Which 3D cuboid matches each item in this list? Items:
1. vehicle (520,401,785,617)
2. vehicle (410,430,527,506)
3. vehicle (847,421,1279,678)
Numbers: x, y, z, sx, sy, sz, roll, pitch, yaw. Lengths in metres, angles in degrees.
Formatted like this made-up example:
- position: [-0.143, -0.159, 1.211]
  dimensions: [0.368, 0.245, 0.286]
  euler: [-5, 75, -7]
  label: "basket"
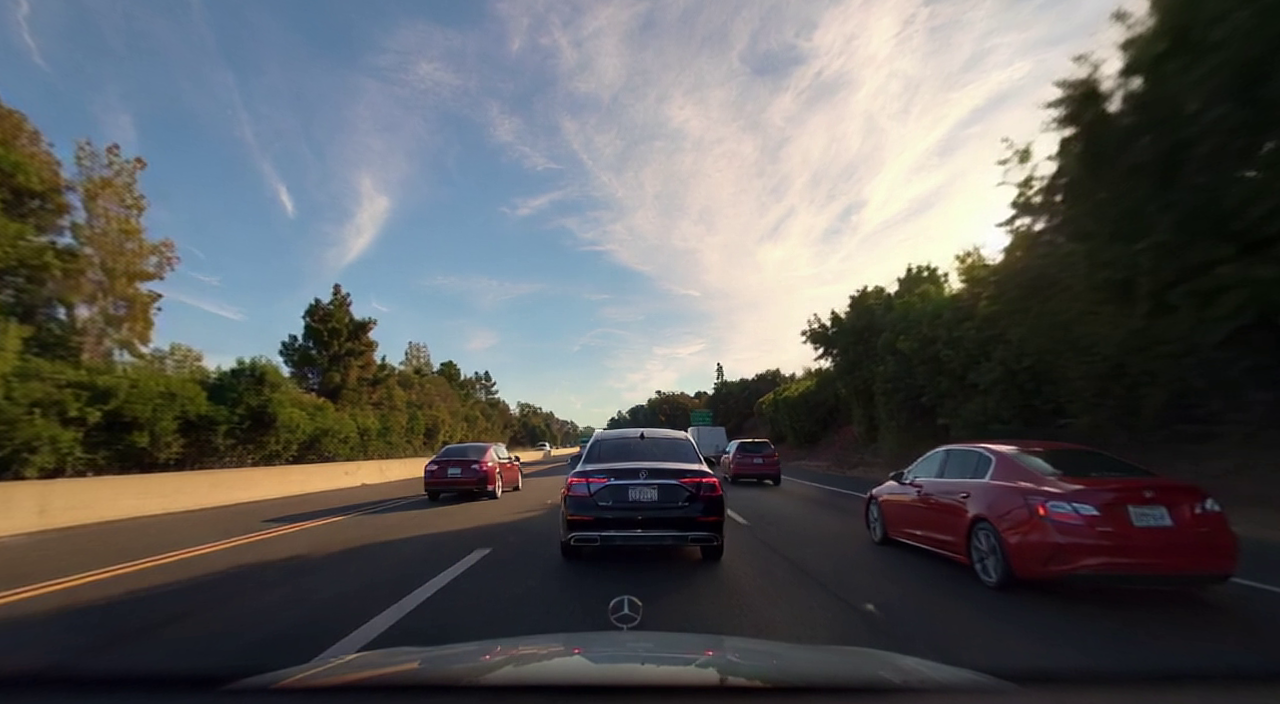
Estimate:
- position: [0.053, 1.537, 6.977]
  dimensions: [2.093, 1.695, 3.782]
  euler: [0, -9, -2]
  label: "vehicle"
- position: [-4.250, 2.938, 16.266]
  dimensions: [1.890, 1.708, 3.844]
  euler: [0, -9, 0]
  label: "vehicle"
- position: [3.701, 1.473, 5.897]
  dimensions: [1.953, 1.434, 4.511]
  euler: [0, -9, -1]
  label: "vehicle"
